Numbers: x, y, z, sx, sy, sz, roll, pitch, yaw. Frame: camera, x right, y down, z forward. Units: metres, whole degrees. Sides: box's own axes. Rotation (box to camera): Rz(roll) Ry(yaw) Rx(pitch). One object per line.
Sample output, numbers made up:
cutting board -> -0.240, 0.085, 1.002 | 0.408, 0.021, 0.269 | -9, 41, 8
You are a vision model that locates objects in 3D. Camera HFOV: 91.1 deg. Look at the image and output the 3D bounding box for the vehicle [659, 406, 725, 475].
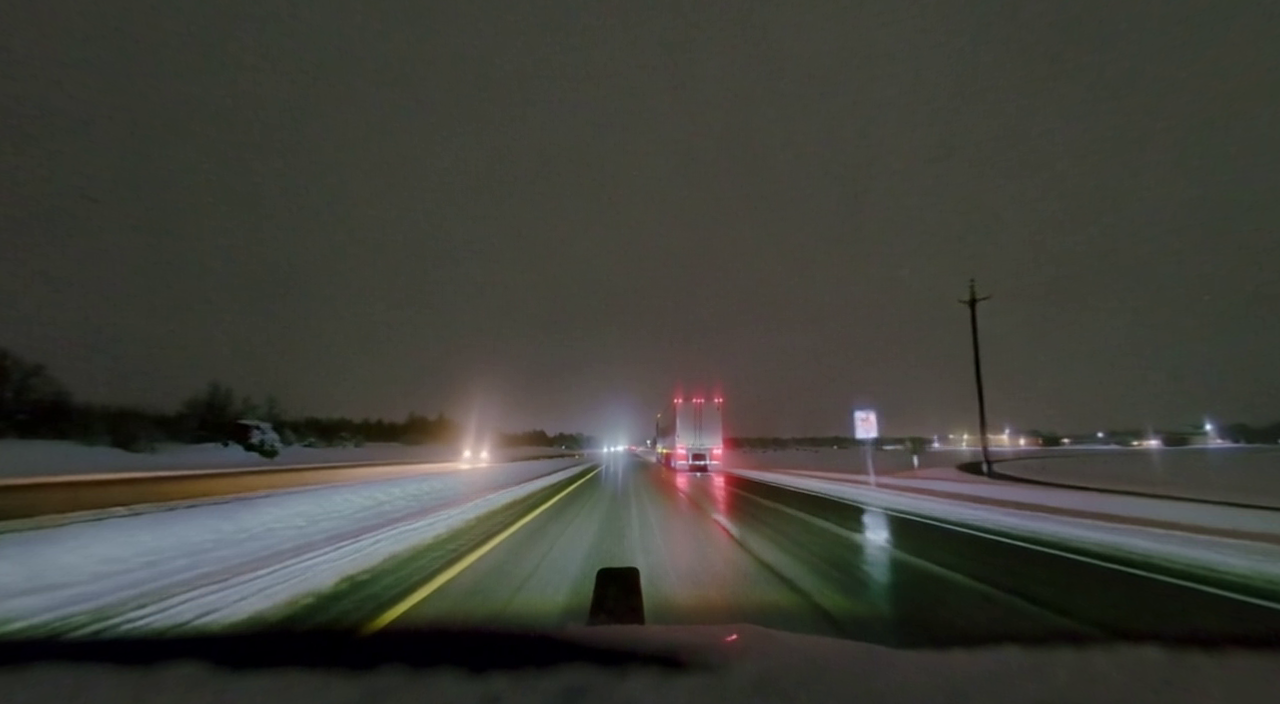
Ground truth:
vehicle -> 3.262, 6.242, 43.772 | 2.938, 4.076, 13.362 | 0, -9, -2
